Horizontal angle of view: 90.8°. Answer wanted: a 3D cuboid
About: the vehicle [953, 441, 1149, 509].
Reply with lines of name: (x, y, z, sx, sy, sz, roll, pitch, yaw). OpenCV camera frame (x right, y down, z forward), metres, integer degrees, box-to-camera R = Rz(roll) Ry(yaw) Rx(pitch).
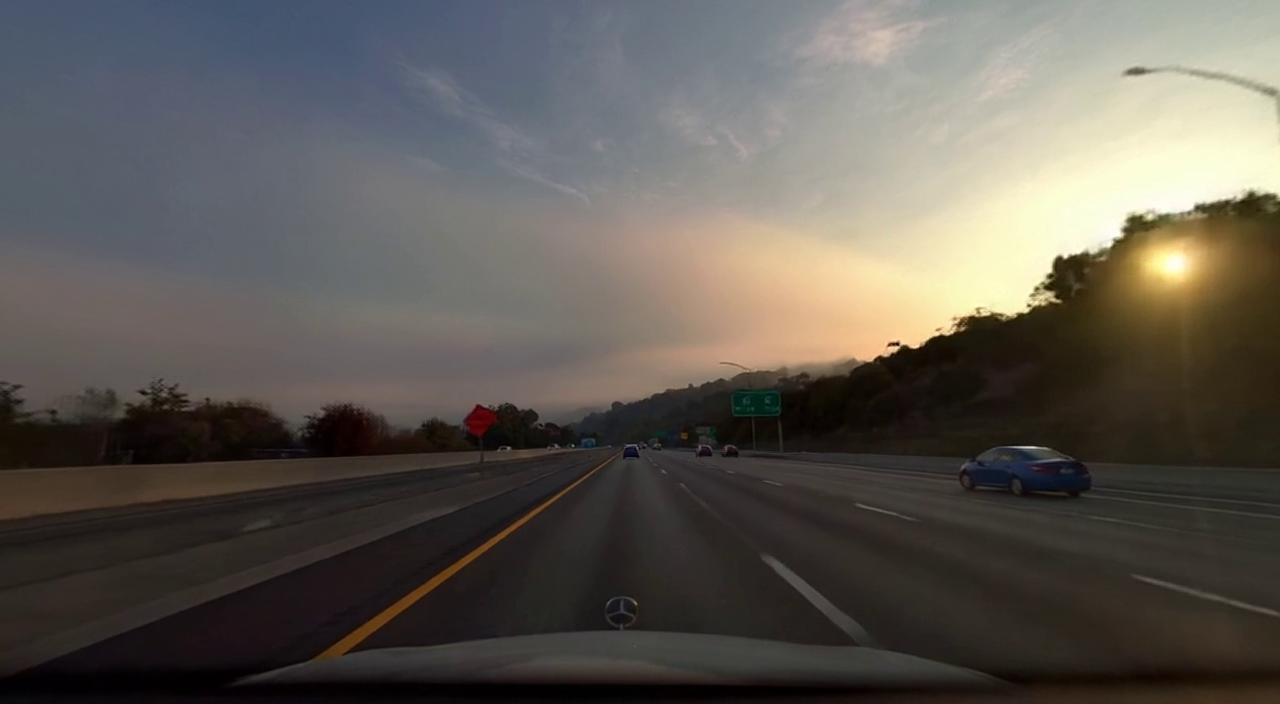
vehicle: (10.678, 3.184, 16.985, 2.024, 1.481, 4.747, 1, -8, -1)
